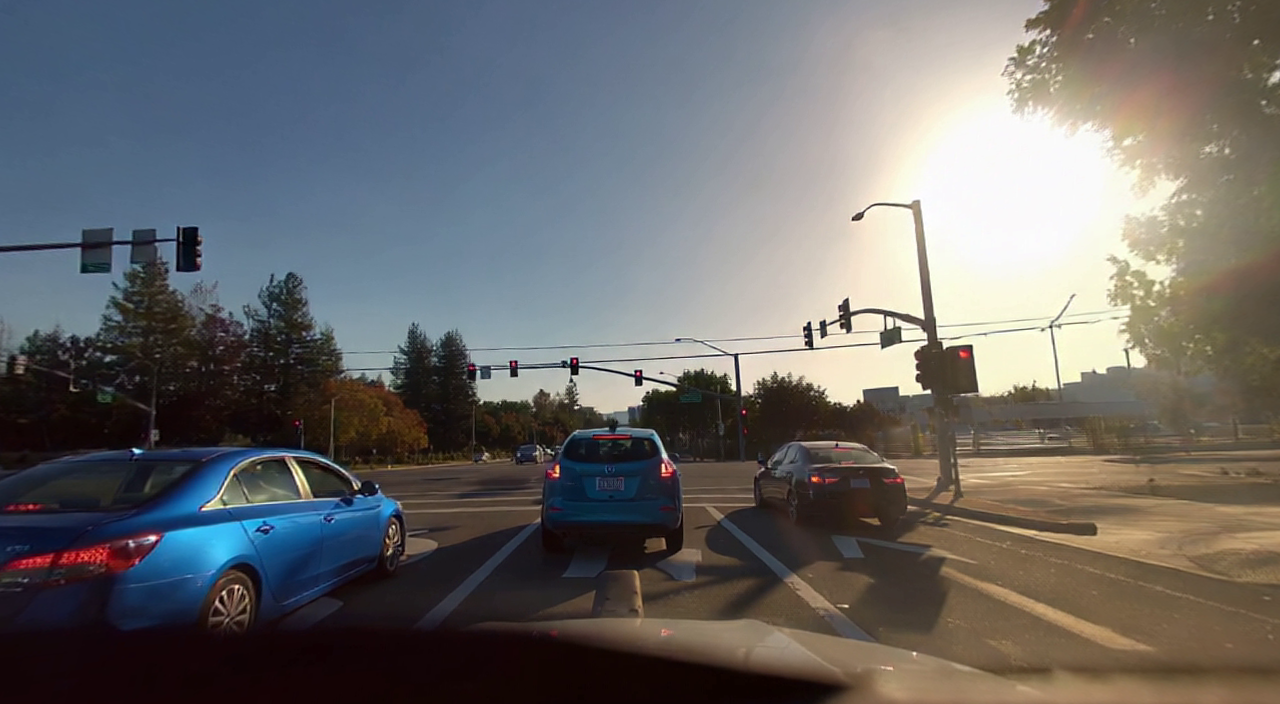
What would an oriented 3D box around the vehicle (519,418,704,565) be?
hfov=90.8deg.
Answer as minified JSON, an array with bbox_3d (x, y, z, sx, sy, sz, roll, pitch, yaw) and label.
[{"bbox_3d":[-0.345,1.830,8.979,2.038,1.599,3.844,0,-8,-1],"label":"vehicle"}]

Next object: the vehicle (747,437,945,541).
[{"bbox_3d":[3.297,2.265,11.190,1.970,1.449,4.433,0,-8,-1],"label":"vehicle"}]

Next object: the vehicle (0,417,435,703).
[{"bbox_3d":[-3.577,1.413,5.552,2.052,1.472,4.479,0,-8,0],"label":"vehicle"}]
